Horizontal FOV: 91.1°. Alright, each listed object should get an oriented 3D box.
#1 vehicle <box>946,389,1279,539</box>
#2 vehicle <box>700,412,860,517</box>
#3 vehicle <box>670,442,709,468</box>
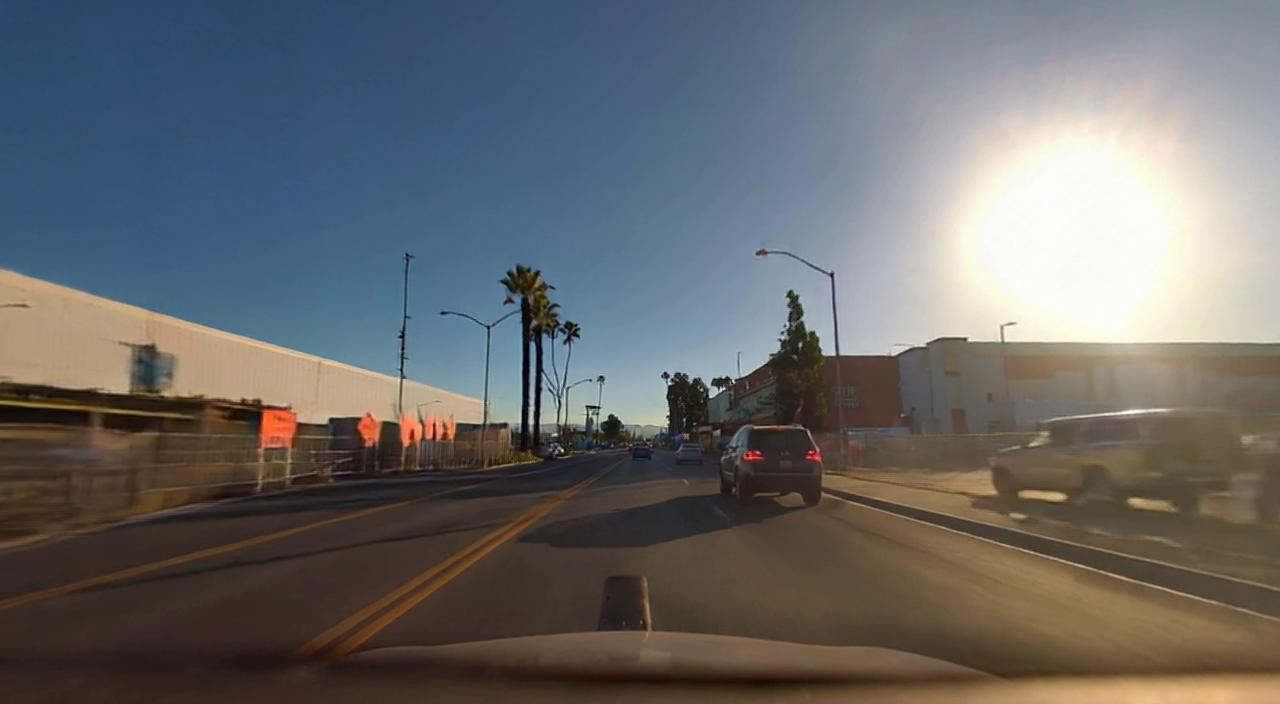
[{"bbox_3d":[10.724,2.495,14.939,2.799,2.593,7.710,-1,-8,-1],"label":"vehicle"},{"bbox_3d":[2.910,2.538,14.698,2.386,1.970,5.665,0,-8,-1],"label":"vehicle"},{"bbox_3d":[3.157,6.662,40.750,2.148,1.562,4.642,0,-8,0],"label":"vehicle"}]
